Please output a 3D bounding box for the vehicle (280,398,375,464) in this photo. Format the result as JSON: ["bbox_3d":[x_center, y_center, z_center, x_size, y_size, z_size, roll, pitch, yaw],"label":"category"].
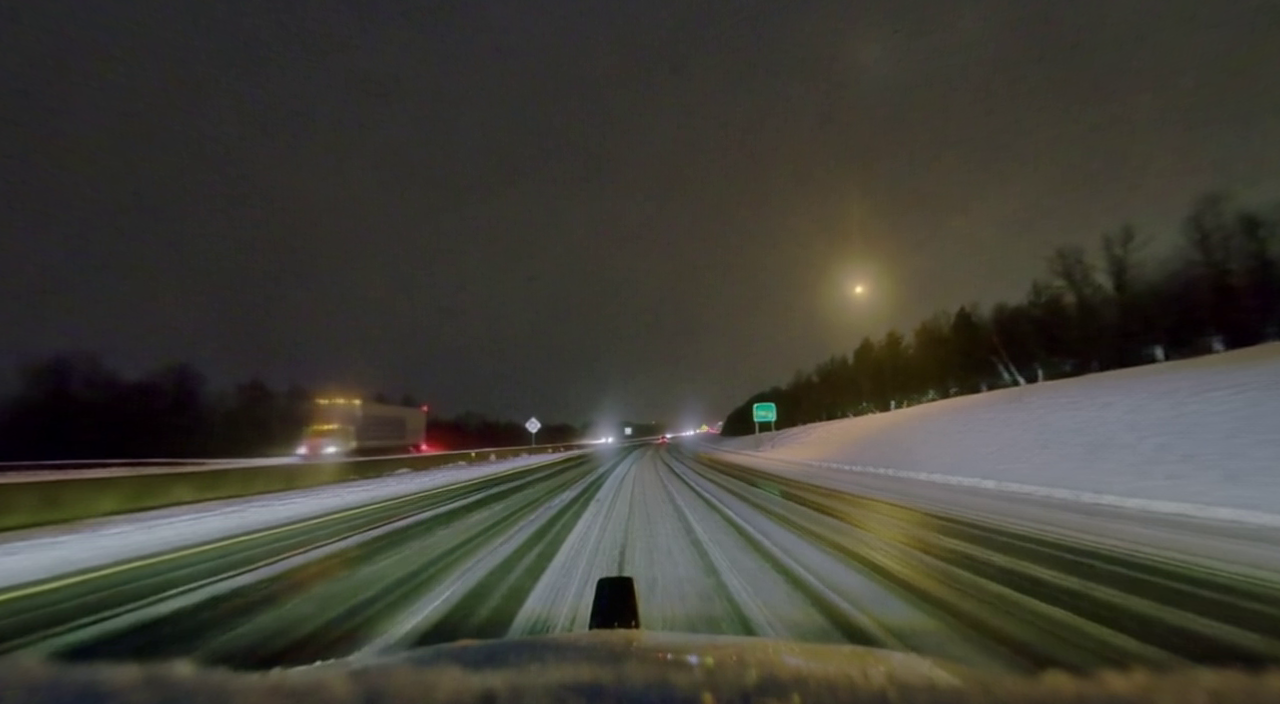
[{"bbox_3d":[-20.341,5.212,41.408,3.001,3.958,5.946,0,-8,0],"label":"vehicle"}]
